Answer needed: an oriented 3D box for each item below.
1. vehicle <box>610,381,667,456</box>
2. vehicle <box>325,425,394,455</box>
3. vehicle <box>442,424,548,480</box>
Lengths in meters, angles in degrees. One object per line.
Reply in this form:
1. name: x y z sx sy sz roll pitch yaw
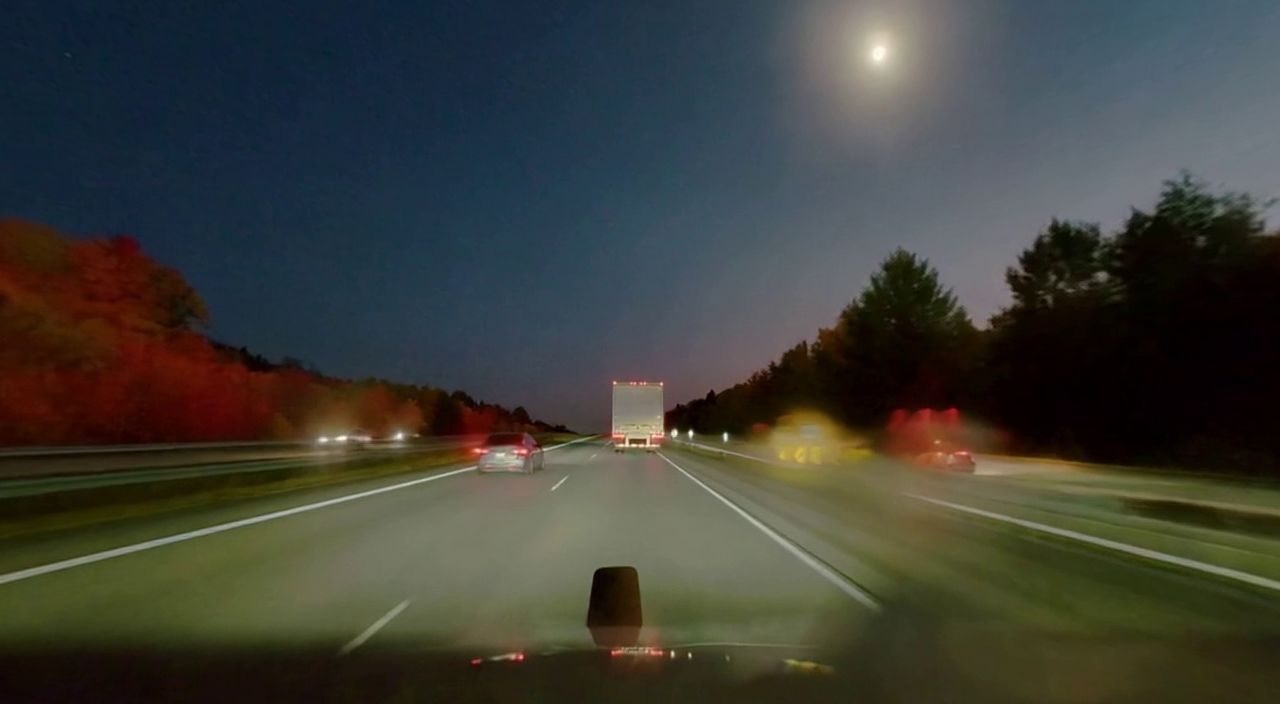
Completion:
1. vehicle: -0.325 4.331 39.503 3.013 4.016 11.496 0 -8 -2
2. vehicle: -15.424 4.838 34.782 1.852 1.549 4.211 0 -8 0
3. vehicle: -4.253 3.006 19.230 2.217 1.495 4.245 0 -8 0
